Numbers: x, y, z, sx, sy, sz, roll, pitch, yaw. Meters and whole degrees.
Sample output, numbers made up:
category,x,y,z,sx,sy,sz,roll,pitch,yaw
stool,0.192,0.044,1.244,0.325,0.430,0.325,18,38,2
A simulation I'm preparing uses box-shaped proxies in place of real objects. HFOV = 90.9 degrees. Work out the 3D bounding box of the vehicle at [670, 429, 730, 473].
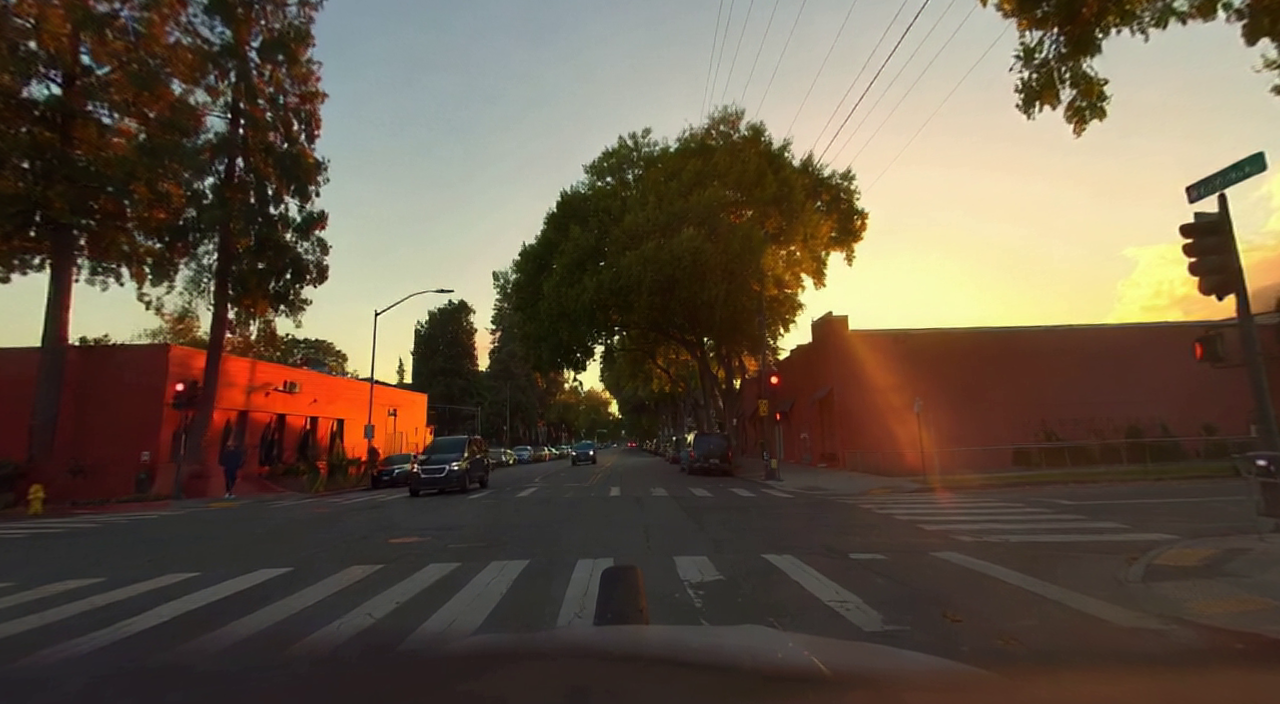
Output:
category,x,y,z,sx,sy,sz,roll,pitch,yaw
vehicle,3.100,5.312,34.021,2.557,2.188,5.164,0,-8,-2

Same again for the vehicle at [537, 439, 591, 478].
category,x,y,z,sx,sy,sz,roll,pitch,yaw
vehicle,-3.280,4.688,27.981,2.033,1.596,4.142,0,-8,-2

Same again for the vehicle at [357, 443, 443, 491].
category,x,y,z,sx,sy,sz,roll,pitch,yaw
vehicle,-9.948,4.760,26.561,2.216,1.804,4.526,1,-8,-5

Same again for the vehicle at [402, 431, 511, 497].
category,x,y,z,sx,sy,sz,roll,pitch,yaw
vehicle,-5.819,3.601,20.774,2.242,1.887,4.924,0,-8,-2
